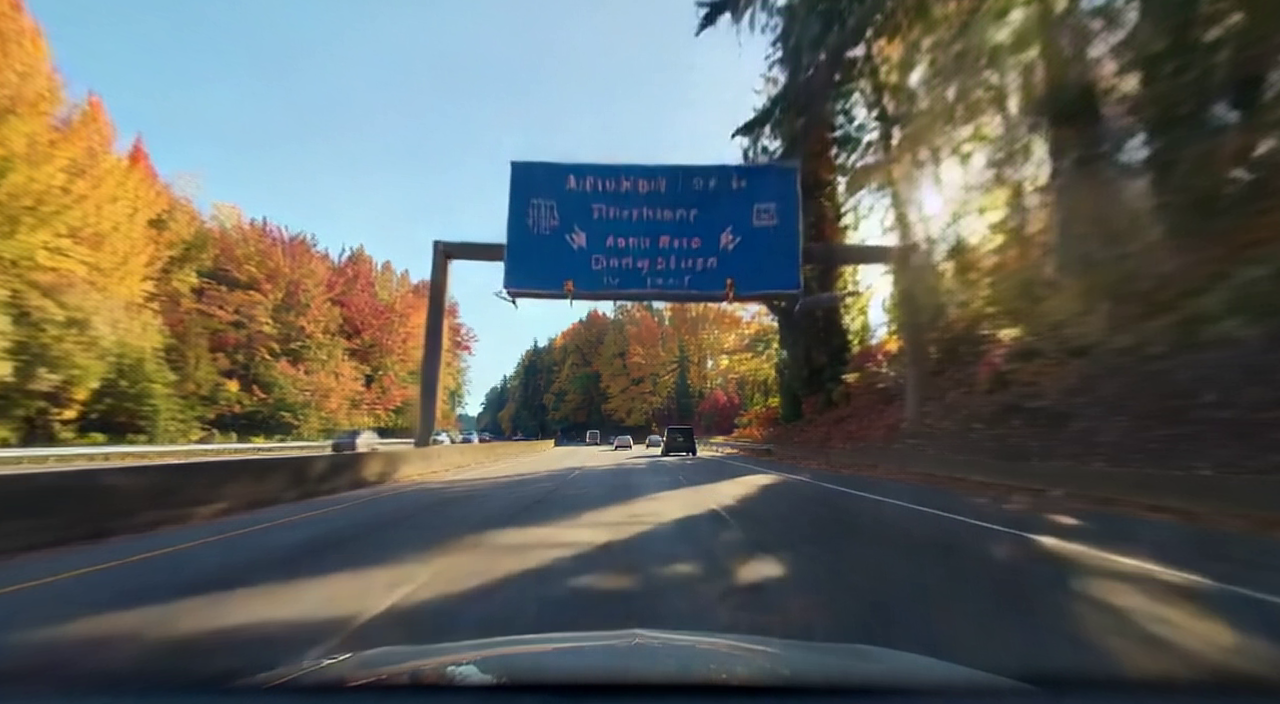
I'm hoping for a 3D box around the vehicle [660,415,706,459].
[{"bbox_3d":[2.655,5.469,40.579,2.411,2.614,5.781,0,-8,-1],"label":"vehicle"}]
